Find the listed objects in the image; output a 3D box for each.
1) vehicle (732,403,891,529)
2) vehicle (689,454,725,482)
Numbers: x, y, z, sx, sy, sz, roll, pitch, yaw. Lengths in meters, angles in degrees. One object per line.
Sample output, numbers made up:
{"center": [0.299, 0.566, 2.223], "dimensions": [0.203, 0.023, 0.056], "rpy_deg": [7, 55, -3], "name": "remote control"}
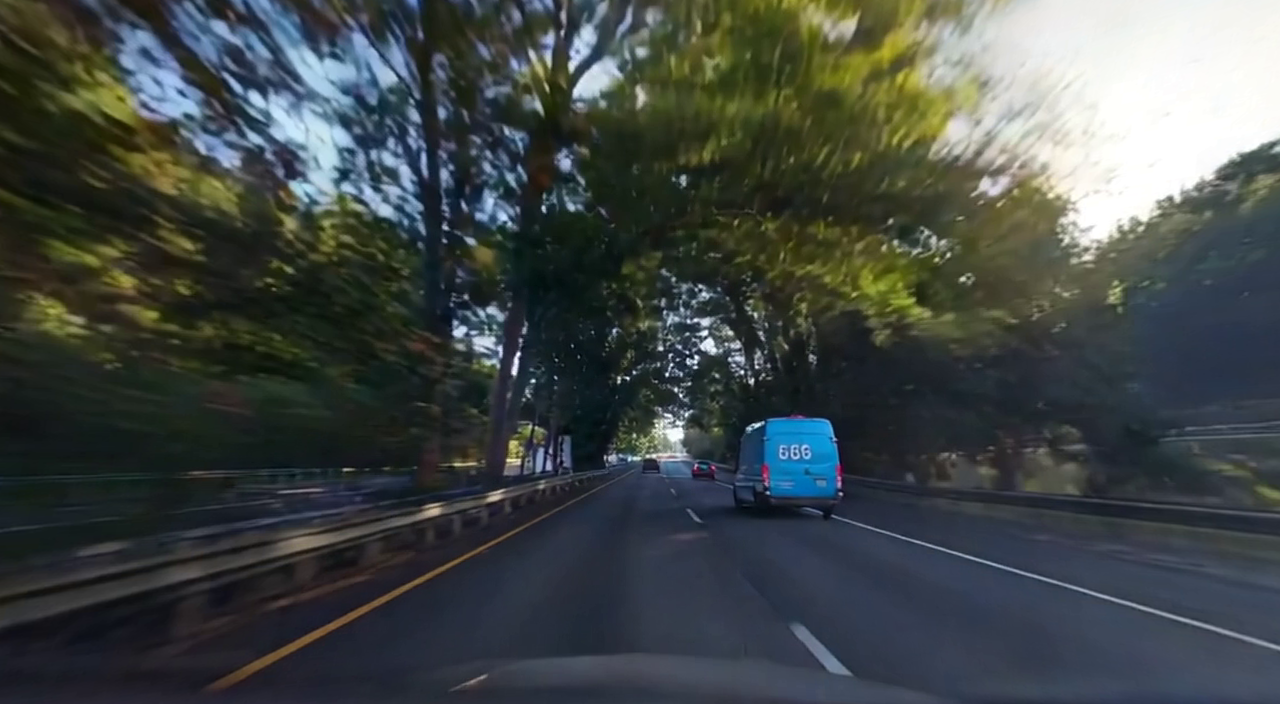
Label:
{"center": [4.013, 2.925, 16.171], "dimensions": [2.366, 2.595, 5.793], "rpy_deg": [1, -11, -1], "name": "vehicle"}
{"center": [4.978, 8.722, 47.379], "dimensions": [2.224, 1.997, 4.652], "rpy_deg": [0, -11, 1], "name": "vehicle"}
